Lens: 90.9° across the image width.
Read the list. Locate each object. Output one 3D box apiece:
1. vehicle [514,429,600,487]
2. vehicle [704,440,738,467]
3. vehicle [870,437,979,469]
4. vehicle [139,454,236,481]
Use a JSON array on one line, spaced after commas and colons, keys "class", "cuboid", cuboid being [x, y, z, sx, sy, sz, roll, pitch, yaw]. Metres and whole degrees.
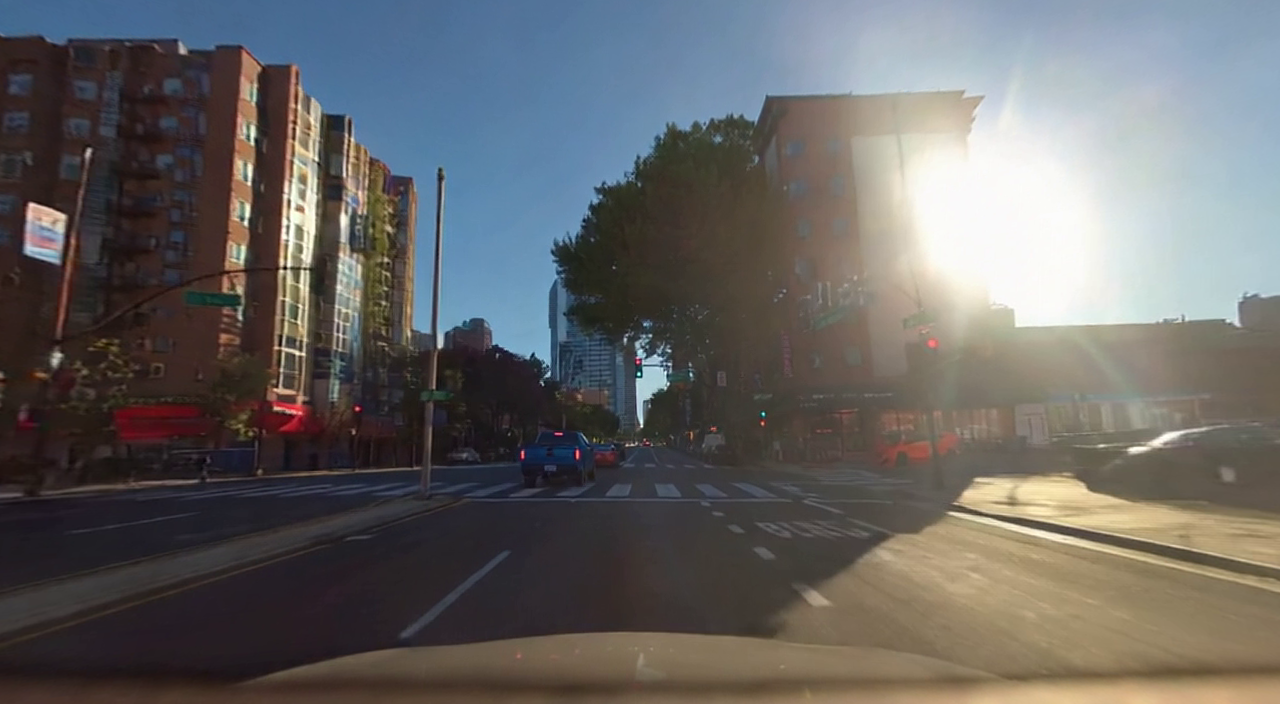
[{"class": "vehicle", "cuboid": [-2.727, 3.677, 22.187, 2.197, 1.786, 5.365, 0, -9, 1]}, {"class": "vehicle", "cuboid": [6.015, 7.564, 47.167, 2.001, 1.861, 4.536, 0, -9, 1]}, {"class": "vehicle", "cuboid": [13.990, 4.997, 31.210, 4.447, 1.484, 1.928, 0, -9, 2]}, {"class": "vehicle", "cuboid": [-24.403, 6.218, 34.086, 3.897, 1.388, 1.671, 0, -8, -1]}]
